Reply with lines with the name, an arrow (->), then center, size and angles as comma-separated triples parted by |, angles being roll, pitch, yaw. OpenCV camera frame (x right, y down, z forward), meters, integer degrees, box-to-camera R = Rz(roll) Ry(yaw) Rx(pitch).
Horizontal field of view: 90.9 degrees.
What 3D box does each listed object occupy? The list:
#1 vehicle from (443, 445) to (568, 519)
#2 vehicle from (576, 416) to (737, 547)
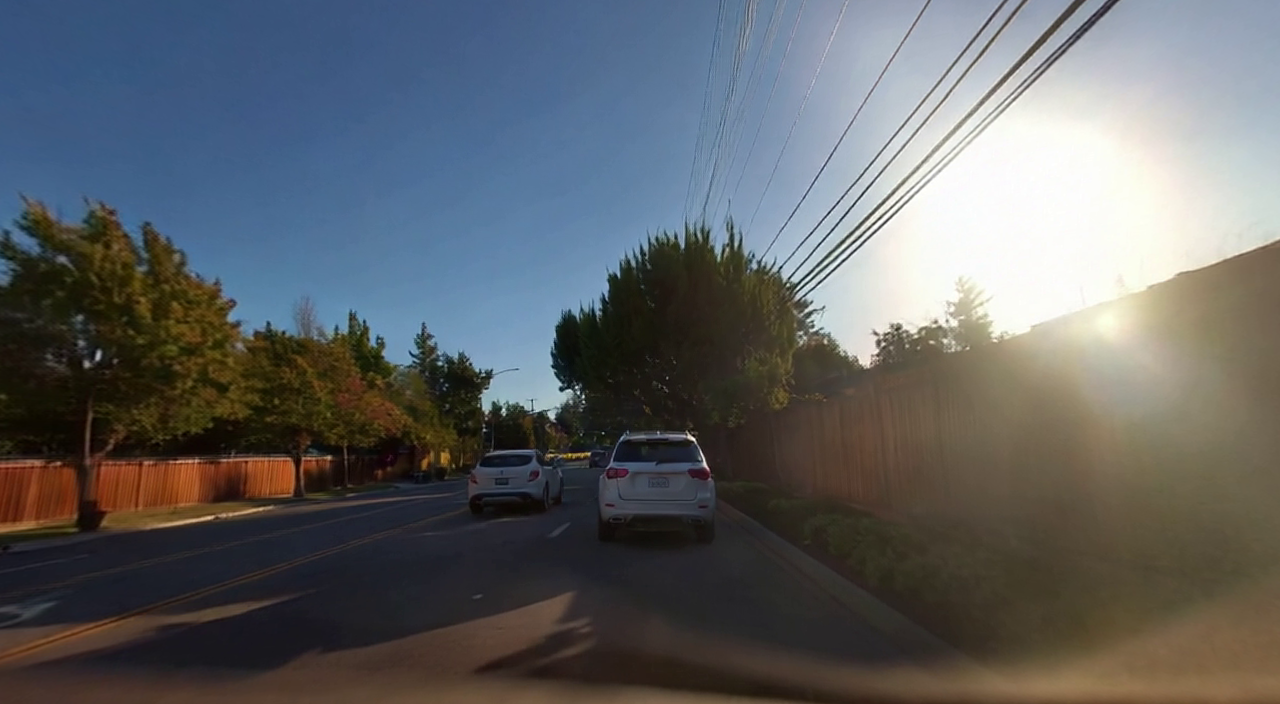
vehicle -> -2.954, 2.939, 14.816 | 1.979, 1.489, 4.006 | 0, -9, 1
vehicle -> 0.253, 2.073, 10.683 | 2.174, 1.749, 4.113 | 0, -9, 1
